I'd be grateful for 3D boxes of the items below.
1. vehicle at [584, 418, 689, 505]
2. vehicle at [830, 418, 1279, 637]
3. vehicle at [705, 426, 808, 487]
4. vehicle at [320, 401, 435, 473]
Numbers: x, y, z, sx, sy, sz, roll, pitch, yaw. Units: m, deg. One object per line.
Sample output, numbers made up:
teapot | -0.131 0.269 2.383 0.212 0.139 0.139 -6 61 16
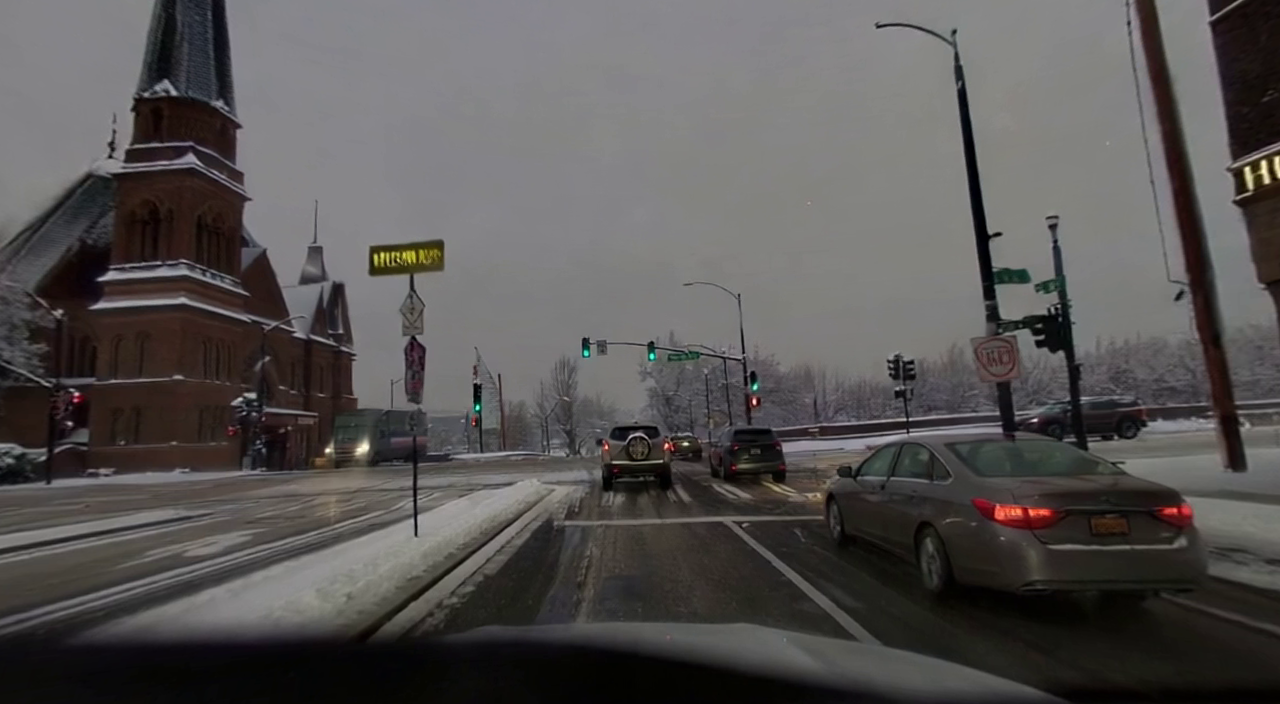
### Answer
vehicle | -0.176 2.576 15.204 2.168 1.776 4.135 0 -8 -3
vehicle | 3.651 1.525 6.592 1.883 1.472 4.471 0 -8 -1
vehicle | 3.122 2.918 17.883 1.890 1.491 4.166 0 -8 -4
vehicle | -15.346 5.142 37.932 3.126 3.773 8.662 0 -8 0
